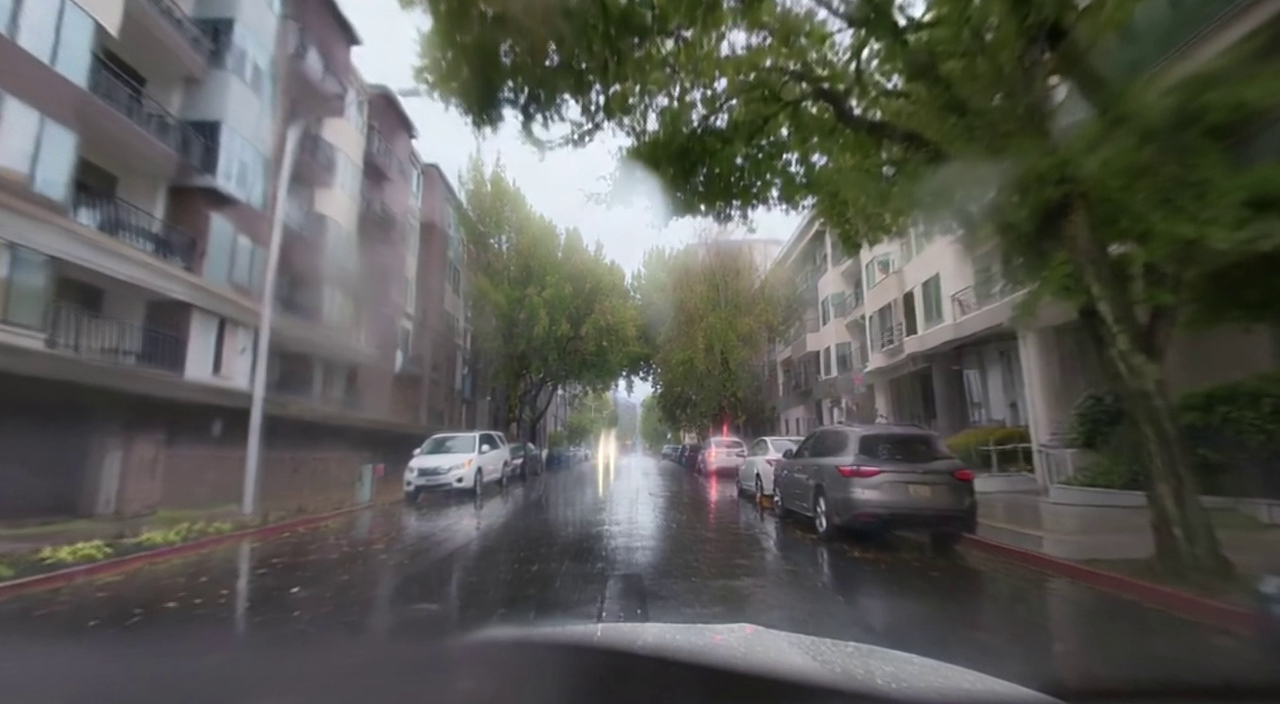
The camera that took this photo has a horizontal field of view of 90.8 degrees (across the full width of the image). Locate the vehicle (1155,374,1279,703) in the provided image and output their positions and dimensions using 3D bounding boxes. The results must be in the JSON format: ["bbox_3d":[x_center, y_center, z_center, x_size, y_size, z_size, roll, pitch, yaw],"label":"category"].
[{"bbox_3d":[3.641,0.631,0.494,2.184,1.661,4.940,0,-8,-2],"label":"vehicle"}]

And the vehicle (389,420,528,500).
[{"bbox_3d":[-5.530,3.495,20.333,2.596,2.152,5.689,-1,-10,2],"label":"vehicle"}]

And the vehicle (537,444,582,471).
[{"bbox_3d":[-5.450,7.266,43.627,2.222,1.735,5.215,-1,-8,2],"label":"vehicle"}]

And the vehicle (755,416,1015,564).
[{"bbox_3d":[3.473,2.073,10.357,2.216,1.790,5.077,0,-8,0],"label":"vehicle"}]
